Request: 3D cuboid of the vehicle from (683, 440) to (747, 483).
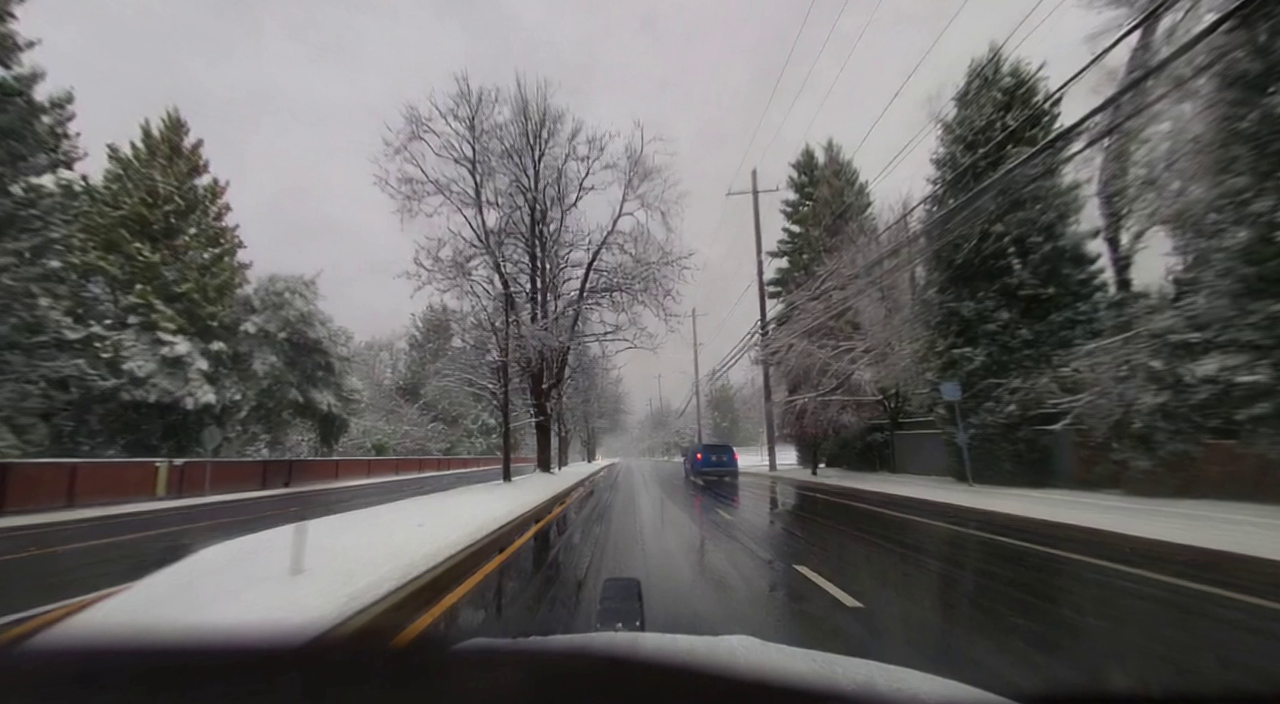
[{"bbox_3d":[3.333,4.990,29.106,2.193,1.777,4.772,0,-9,-2],"label":"vehicle"}]
